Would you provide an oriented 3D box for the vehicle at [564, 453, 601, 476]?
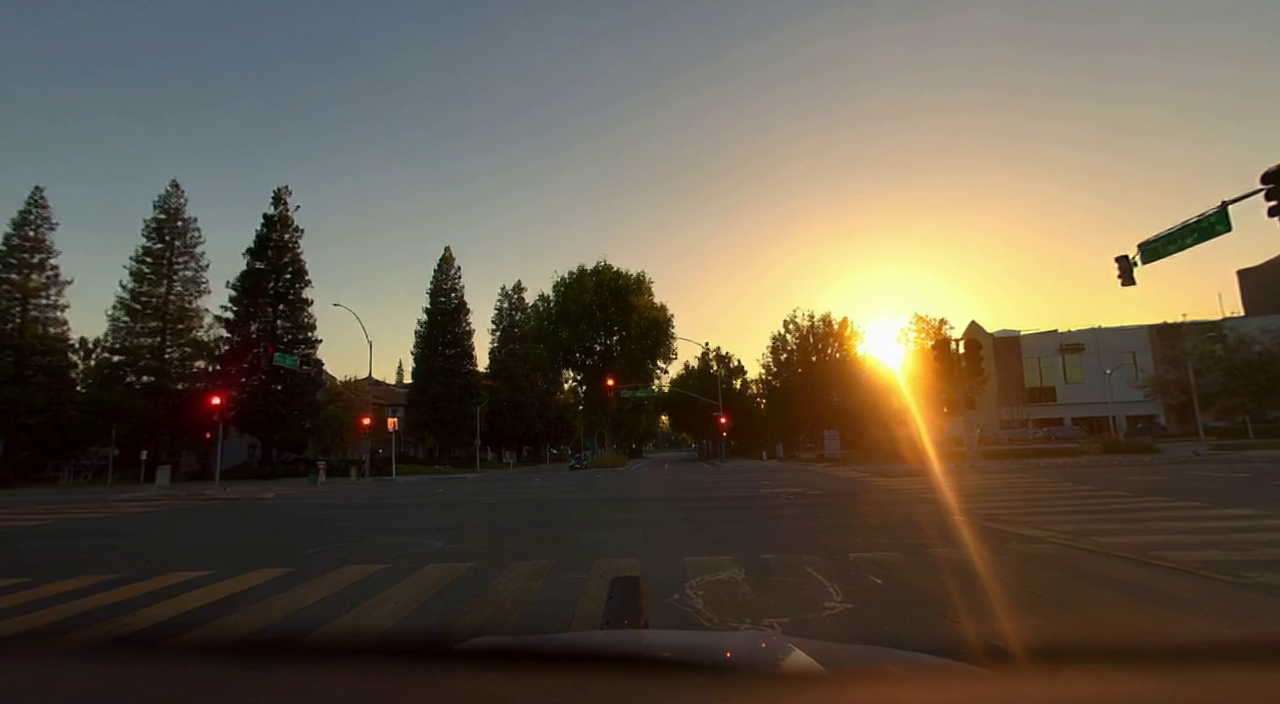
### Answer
[{"bbox_3d":[-4.480,8.849,49.835,2.030,1.704,4.205,-1,-8,7],"label":"vehicle"}]
